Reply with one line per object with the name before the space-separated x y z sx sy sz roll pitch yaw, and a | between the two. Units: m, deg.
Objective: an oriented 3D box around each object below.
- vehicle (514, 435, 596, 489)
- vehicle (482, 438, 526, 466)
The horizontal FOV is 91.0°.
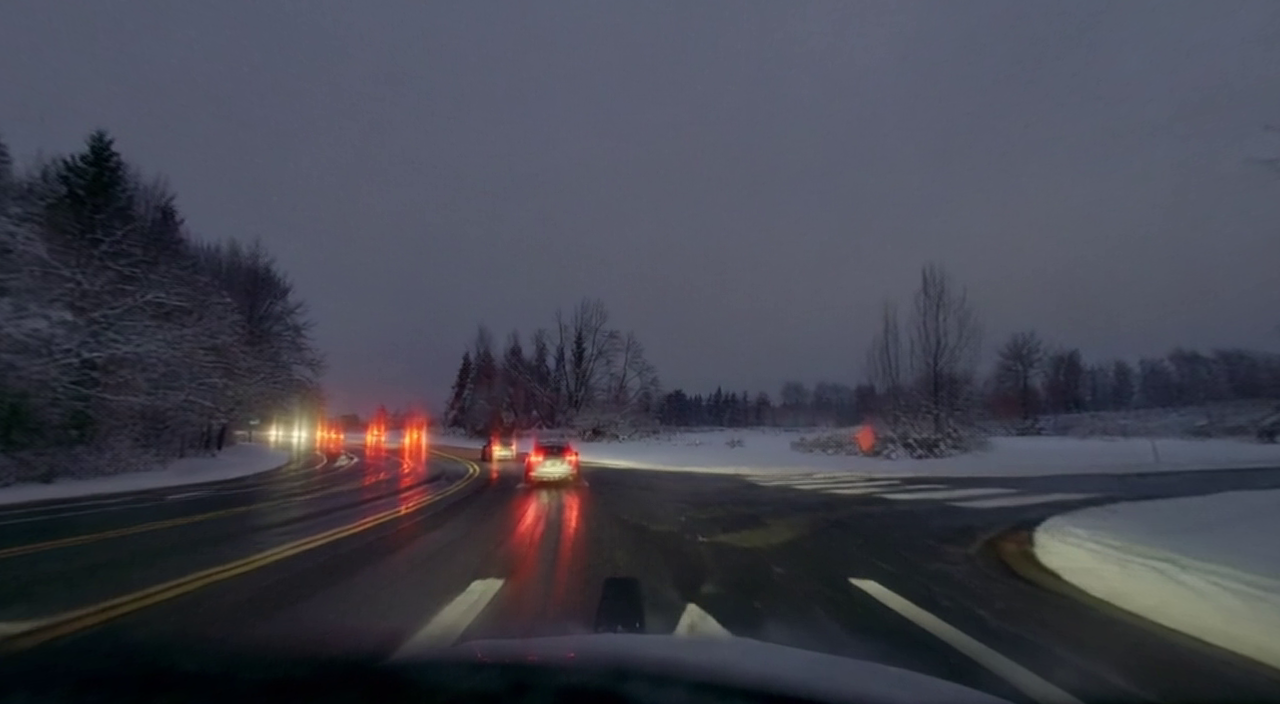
vehicle | -2.819 3.446 20.022 2.296 1.510 4.068 2 -9 -11
vehicle | -8.077 5.875 37.059 2.080 1.530 3.719 3 -9 -19
